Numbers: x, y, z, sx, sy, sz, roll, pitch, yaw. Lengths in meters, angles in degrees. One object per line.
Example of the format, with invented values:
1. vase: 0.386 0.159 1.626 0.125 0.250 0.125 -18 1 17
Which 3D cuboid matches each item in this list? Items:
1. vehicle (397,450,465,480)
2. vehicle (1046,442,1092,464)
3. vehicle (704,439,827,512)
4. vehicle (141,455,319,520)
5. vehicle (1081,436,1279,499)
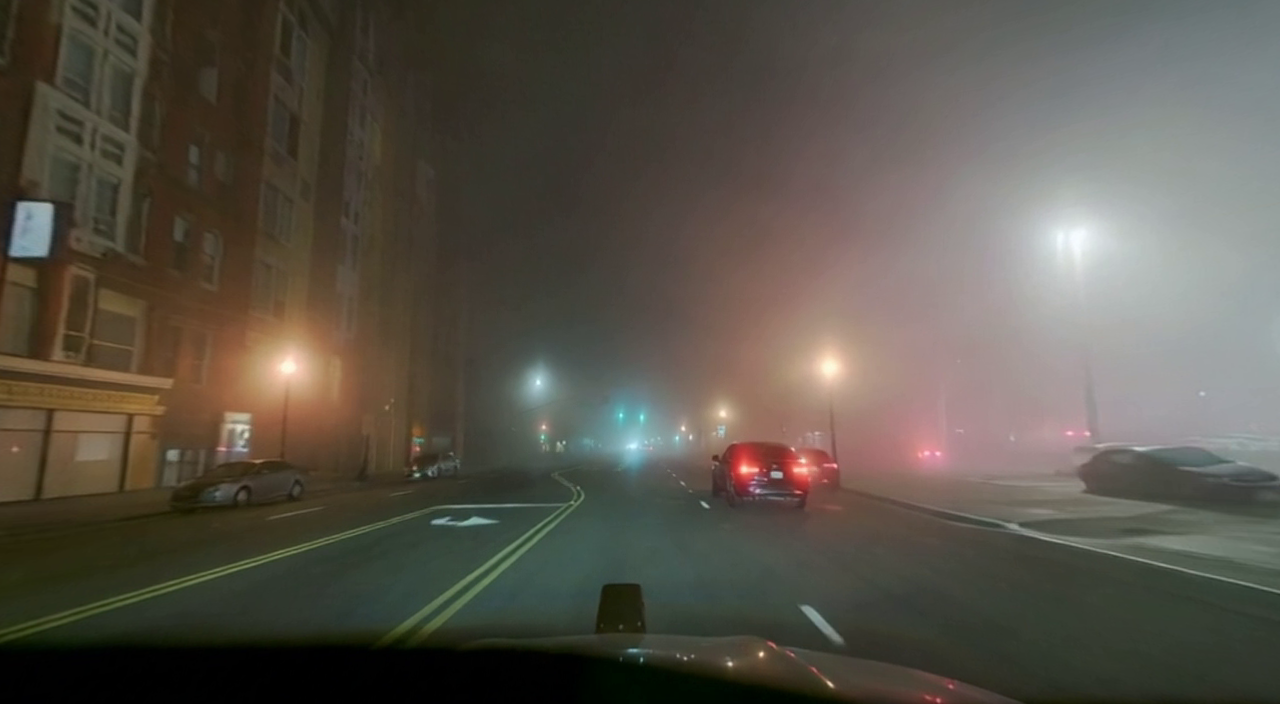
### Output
1. vehicle: -11.860 6.500 36.053 1.944 1.575 4.895 -1 -11 3
2. vehicle: 31.258 7.362 45.833 1.867 1.482 4.593 -4 -9 24
3. vehicle: 2.876 2.953 15.488 2.080 1.524 4.348 0 -9 -1
4. vehicle: -12.084 3.993 19.034 2.015 1.521 4.798 -1 -8 3
5. vehicle: 16.108 3.393 18.768 4.412 1.503 1.771 -3 -7 -1
